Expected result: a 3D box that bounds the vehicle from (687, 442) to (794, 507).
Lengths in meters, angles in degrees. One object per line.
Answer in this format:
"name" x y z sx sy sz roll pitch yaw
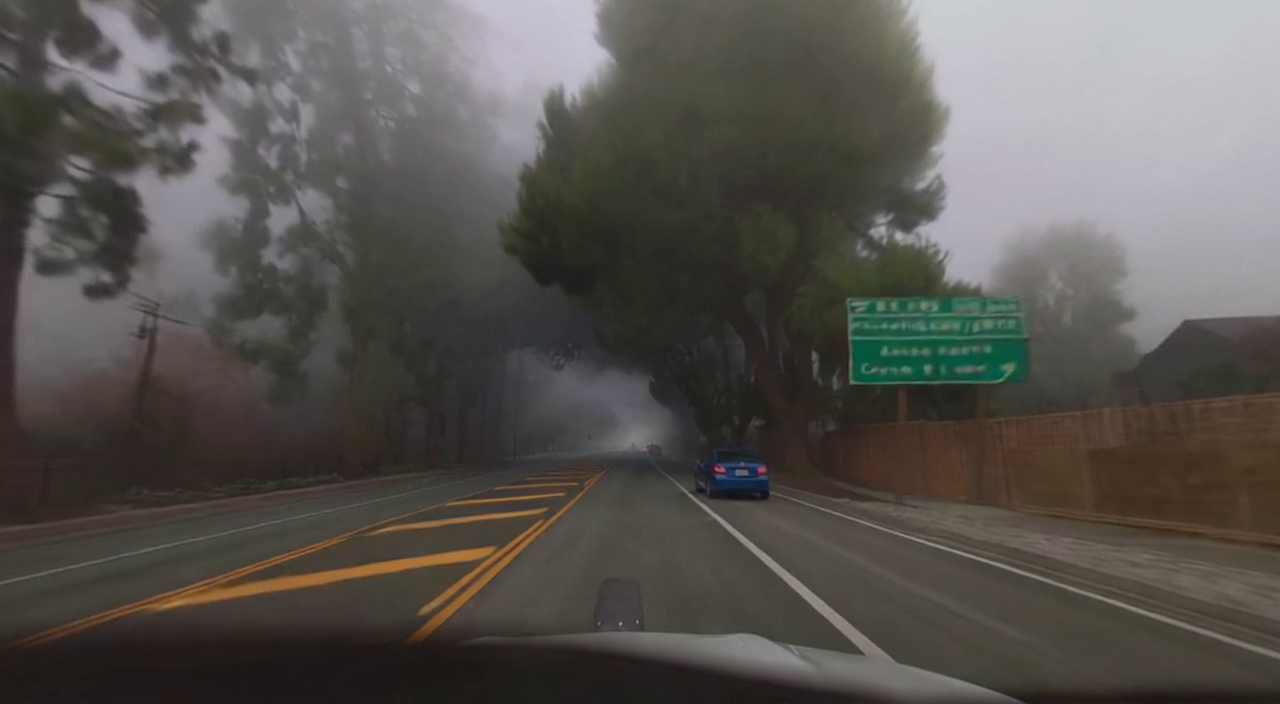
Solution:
"vehicle" 2.444 3.110 16.547 1.991 1.476 4.153 0 -9 -2
